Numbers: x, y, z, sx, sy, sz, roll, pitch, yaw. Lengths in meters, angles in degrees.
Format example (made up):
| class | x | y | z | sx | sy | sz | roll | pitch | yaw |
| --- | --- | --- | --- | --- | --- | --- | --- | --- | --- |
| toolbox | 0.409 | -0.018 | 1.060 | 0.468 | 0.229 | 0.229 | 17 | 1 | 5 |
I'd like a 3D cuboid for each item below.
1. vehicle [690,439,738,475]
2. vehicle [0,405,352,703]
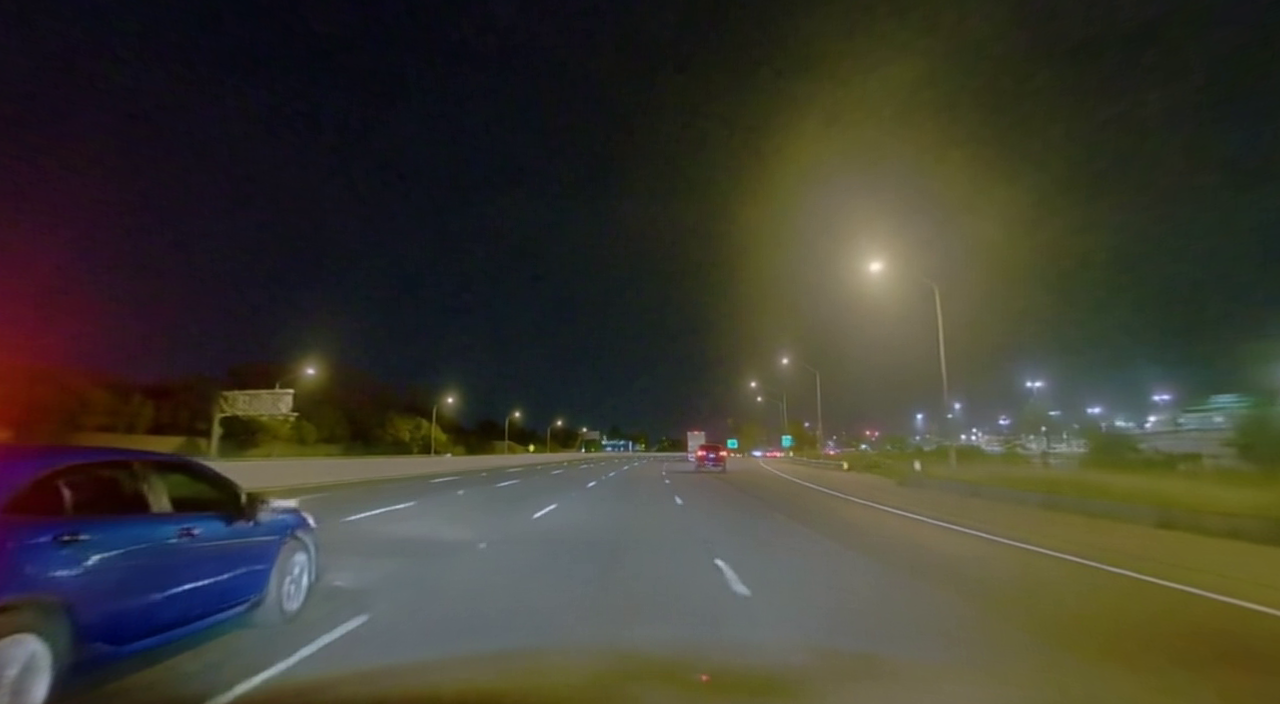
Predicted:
| class | x | y | z | sx | sy | sz | roll | pitch | yaw |
| --- | --- | --- | --- | --- | --- | --- | --- | --- | --- |
| vehicle | 4.006 | 5.767 | 34.768 | 2.225 | 1.833 | 4.340 | -1 | -9 | 1 |
| vehicle | -3.469 | 1.075 | 3.147 | 1.937 | 1.490 | 4.372 | -1 | -9 | 1 |
